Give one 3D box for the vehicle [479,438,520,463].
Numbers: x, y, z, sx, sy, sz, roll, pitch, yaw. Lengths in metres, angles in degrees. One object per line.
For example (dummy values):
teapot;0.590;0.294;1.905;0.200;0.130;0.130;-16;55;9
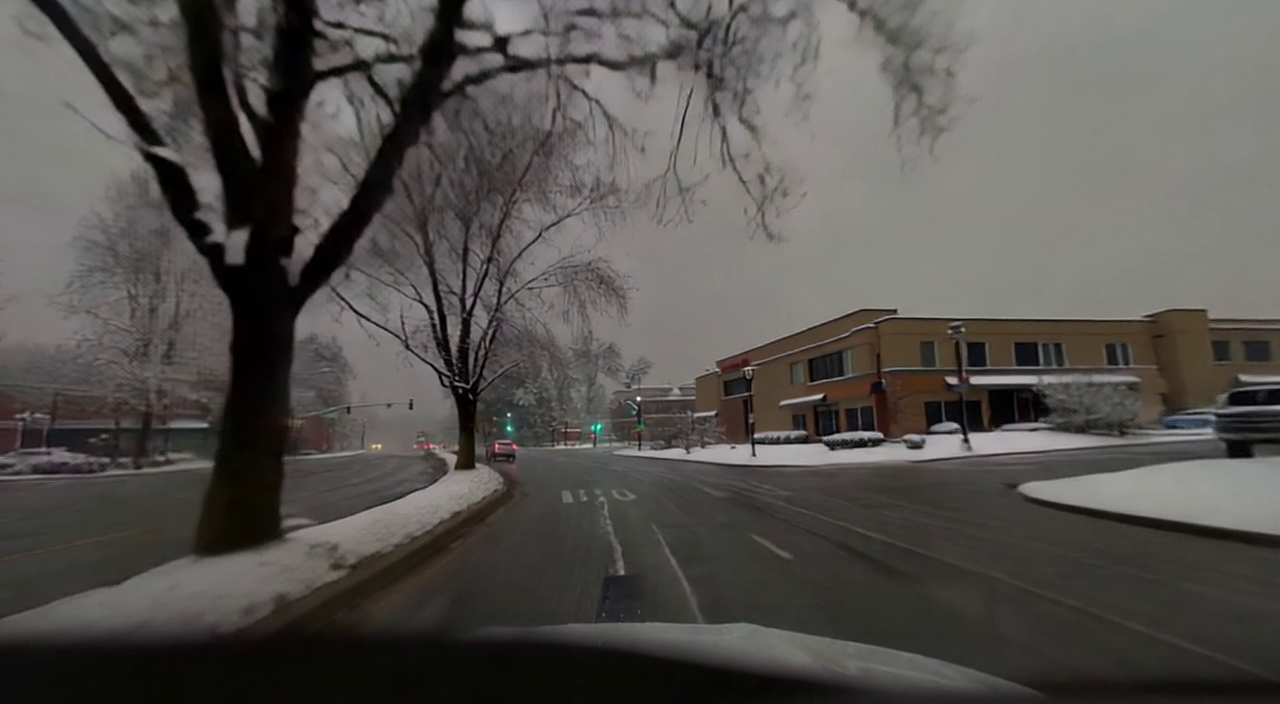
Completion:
vehicle;-9.205;6.455;41.042;2.018;1.512;4.304;4;-10;-20
